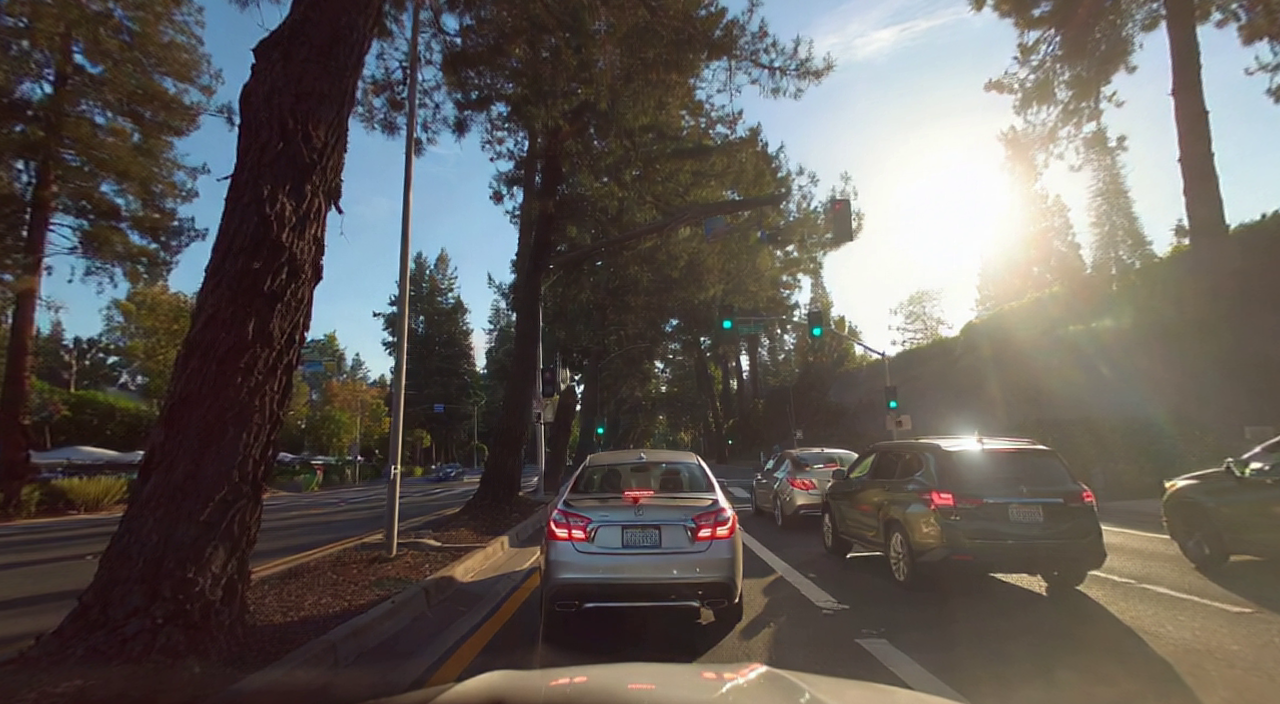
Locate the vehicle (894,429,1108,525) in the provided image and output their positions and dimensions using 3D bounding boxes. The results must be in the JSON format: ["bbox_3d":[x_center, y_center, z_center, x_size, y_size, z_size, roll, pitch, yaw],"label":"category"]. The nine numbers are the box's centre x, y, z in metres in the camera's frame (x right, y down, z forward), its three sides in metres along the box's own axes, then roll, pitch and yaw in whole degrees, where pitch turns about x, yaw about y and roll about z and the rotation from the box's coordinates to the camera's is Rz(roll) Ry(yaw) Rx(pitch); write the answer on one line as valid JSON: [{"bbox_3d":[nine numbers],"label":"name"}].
[{"bbox_3d":[7.025,2.465,12.897,1.923,1.611,4.094,0,-9,0],"label":"vehicle"}]

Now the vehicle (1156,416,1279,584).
[{"bbox_3d":[6.937,1.336,5.581,1.783,1.572,3.421,0,-9,1],"label":"vehicle"}]

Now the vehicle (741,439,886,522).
[{"bbox_3d":[3.538,2.714,13.824,1.934,1.494,4.446,0,-9,0],"label":"vehicle"}]

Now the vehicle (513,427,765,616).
[{"bbox_3d":[0.013,1.677,7.095,2.015,1.502,3.898,0,-9,1],"label":"vehicle"}]
